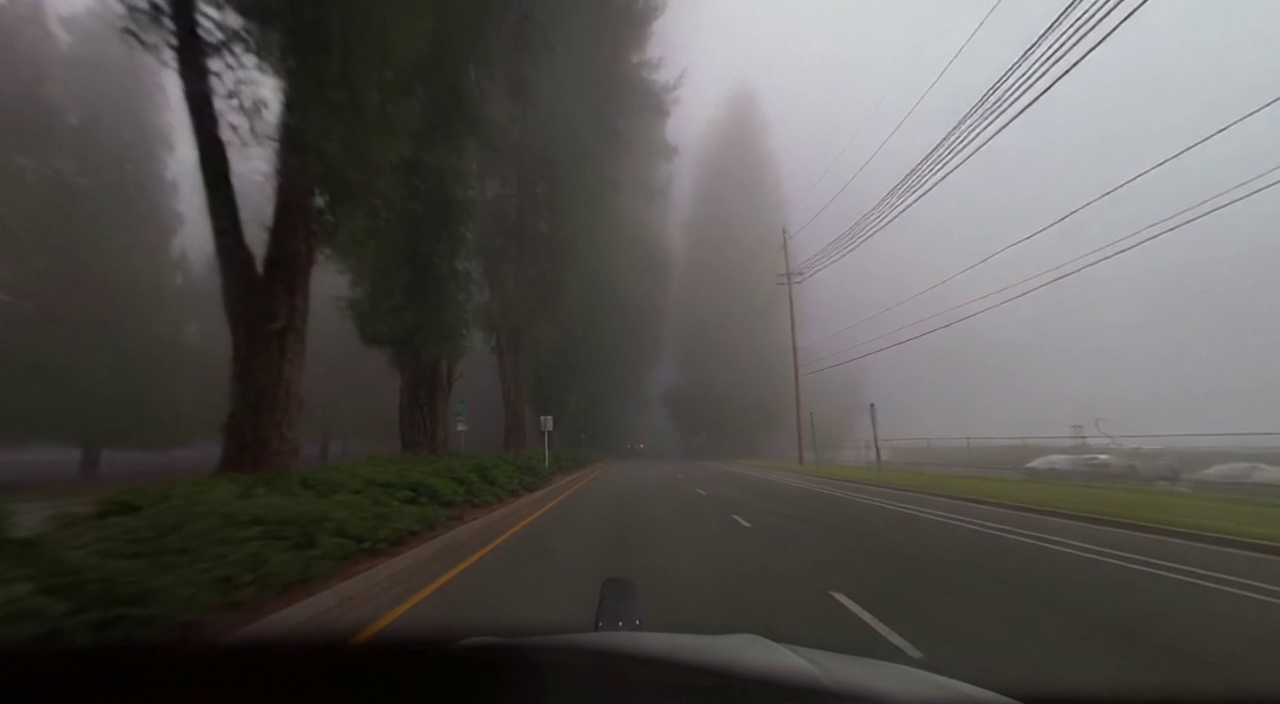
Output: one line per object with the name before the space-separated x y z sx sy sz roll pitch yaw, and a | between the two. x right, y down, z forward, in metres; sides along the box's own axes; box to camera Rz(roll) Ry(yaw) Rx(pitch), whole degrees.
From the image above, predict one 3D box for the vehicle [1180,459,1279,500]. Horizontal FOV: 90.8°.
vehicle | 23.583 4.808 23.996 4.239 1.407 1.841 -1 -8 4
